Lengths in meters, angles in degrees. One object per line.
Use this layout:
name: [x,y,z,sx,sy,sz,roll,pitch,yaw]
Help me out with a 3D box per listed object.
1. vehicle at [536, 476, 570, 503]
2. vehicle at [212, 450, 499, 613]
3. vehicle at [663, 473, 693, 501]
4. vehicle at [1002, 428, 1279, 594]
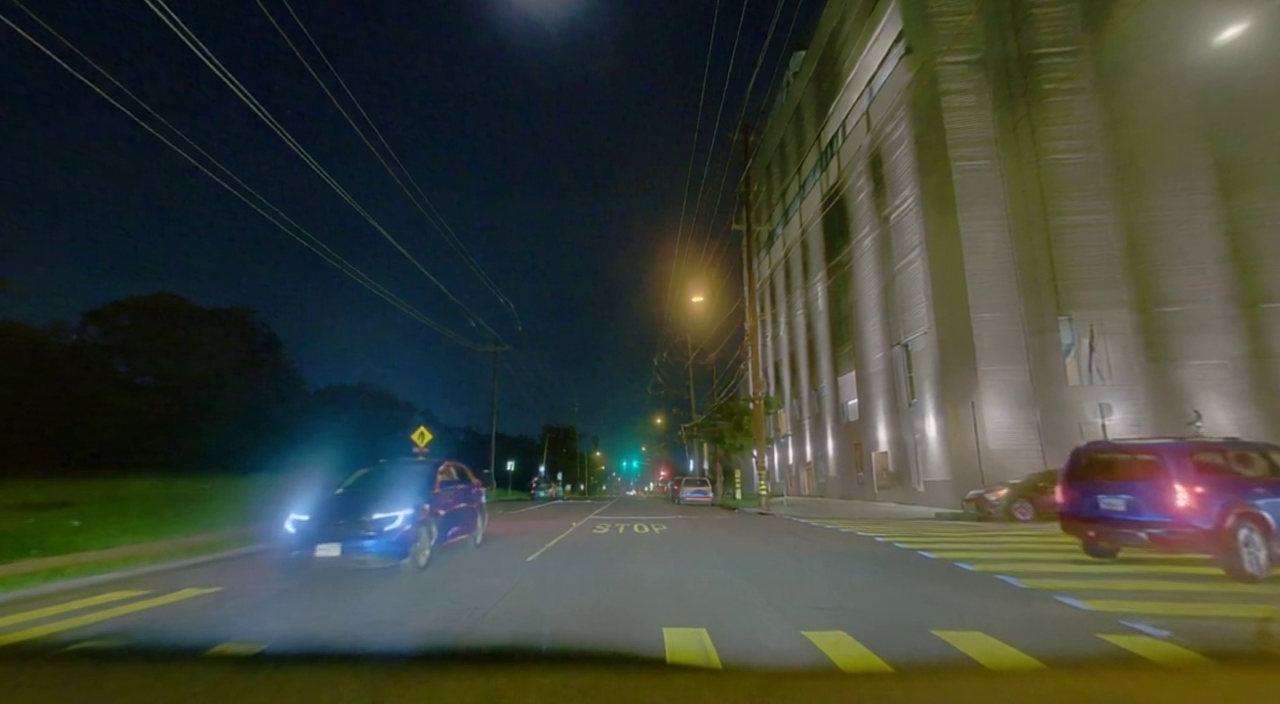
vehicle: [-6.631,10.512,48.438,1.913,1.682,4.365,0,-8,1]
vehicle: [-3.288,2.105,8.371,1.911,1.563,4.057,0,-8,0]
vehicle: [2.822,10.165,47.850,1.953,1.774,5.008,0,-8,-1]
vehicle: [7.913,2.016,8.872,4.872,1.789,2.214,3,-9,-21]
